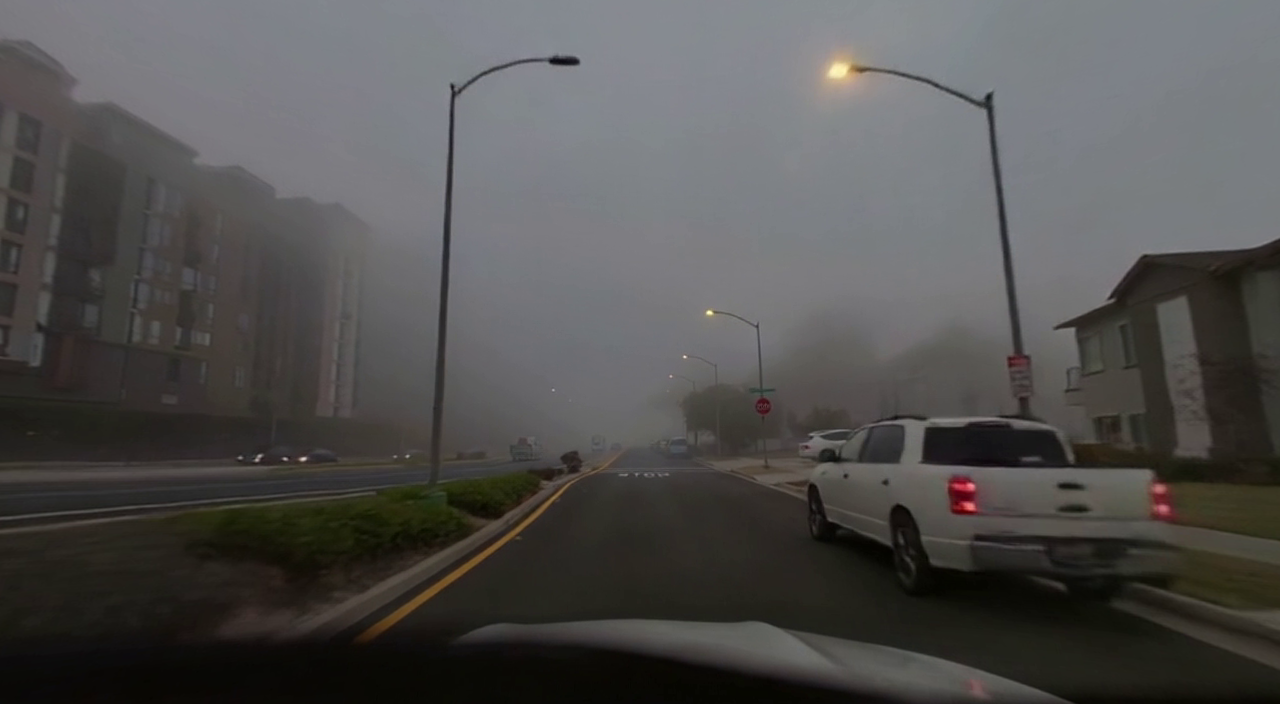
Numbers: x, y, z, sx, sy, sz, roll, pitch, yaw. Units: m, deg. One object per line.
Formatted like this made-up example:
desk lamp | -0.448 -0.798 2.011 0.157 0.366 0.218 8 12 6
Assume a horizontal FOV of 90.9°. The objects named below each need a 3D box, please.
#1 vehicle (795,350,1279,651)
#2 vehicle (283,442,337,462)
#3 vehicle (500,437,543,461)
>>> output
vehicle | 3.122 1.231 6.151 2.067 1.846 4.384 0 -8 0
vehicle | -26.061 7.919 49.912 1.811 1.467 4.508 -1 -8 1
vehicle | -8.103 6.665 43.483 2.024 1.532 3.863 -1 -8 4
